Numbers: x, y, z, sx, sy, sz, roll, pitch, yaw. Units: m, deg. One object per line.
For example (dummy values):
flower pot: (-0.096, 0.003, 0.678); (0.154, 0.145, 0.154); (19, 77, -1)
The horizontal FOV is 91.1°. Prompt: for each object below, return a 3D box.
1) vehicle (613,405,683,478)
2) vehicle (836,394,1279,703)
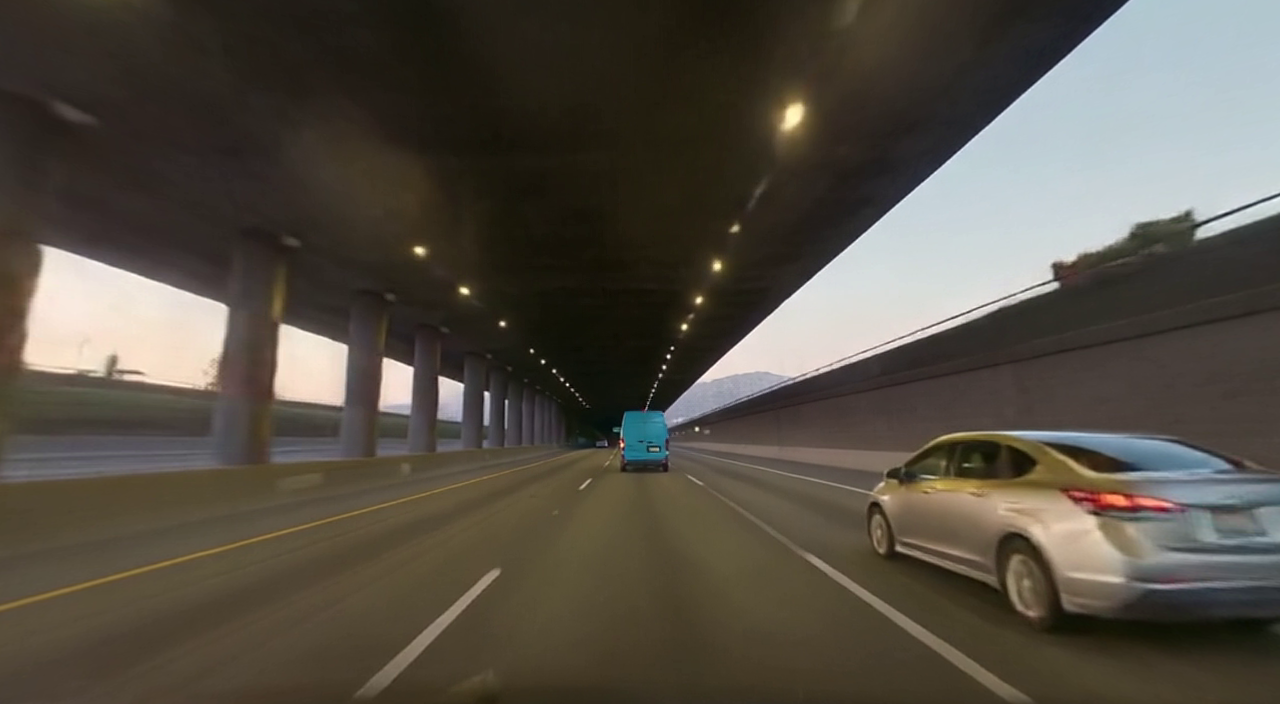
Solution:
vehicle: (0.234, 3.425, 24.174); (2.404, 2.459, 5.229); (0, -8, -1)
vehicle: (3.299, 1.250, 5.010); (2.095, 1.553, 4.069); (0, -8, -1)
